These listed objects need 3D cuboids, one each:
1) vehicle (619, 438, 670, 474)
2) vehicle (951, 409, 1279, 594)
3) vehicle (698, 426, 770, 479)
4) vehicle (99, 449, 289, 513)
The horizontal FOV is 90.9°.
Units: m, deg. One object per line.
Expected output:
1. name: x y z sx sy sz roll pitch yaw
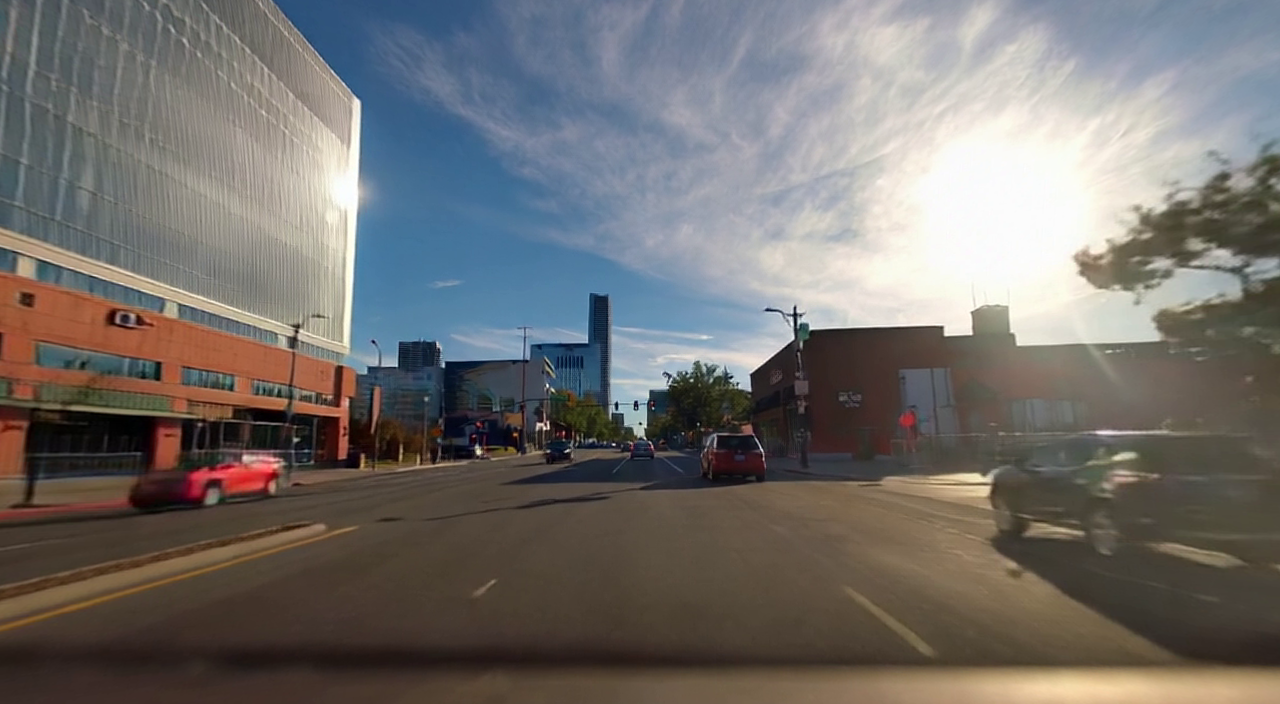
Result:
1. vehicle: 0.234 4.883 29.817 2.245 1.587 4.094 0 -9 1
2. vehicle: 6.671 1.943 9.052 2.056 1.877 4.597 -3 -9 2
3. vehicle: 3.724 4.117 25.921 2.159 1.938 4.836 0 -9 0
4. vehicle: -12.072 3.471 17.555 2.023 1.496 4.529 0 -9 -1
